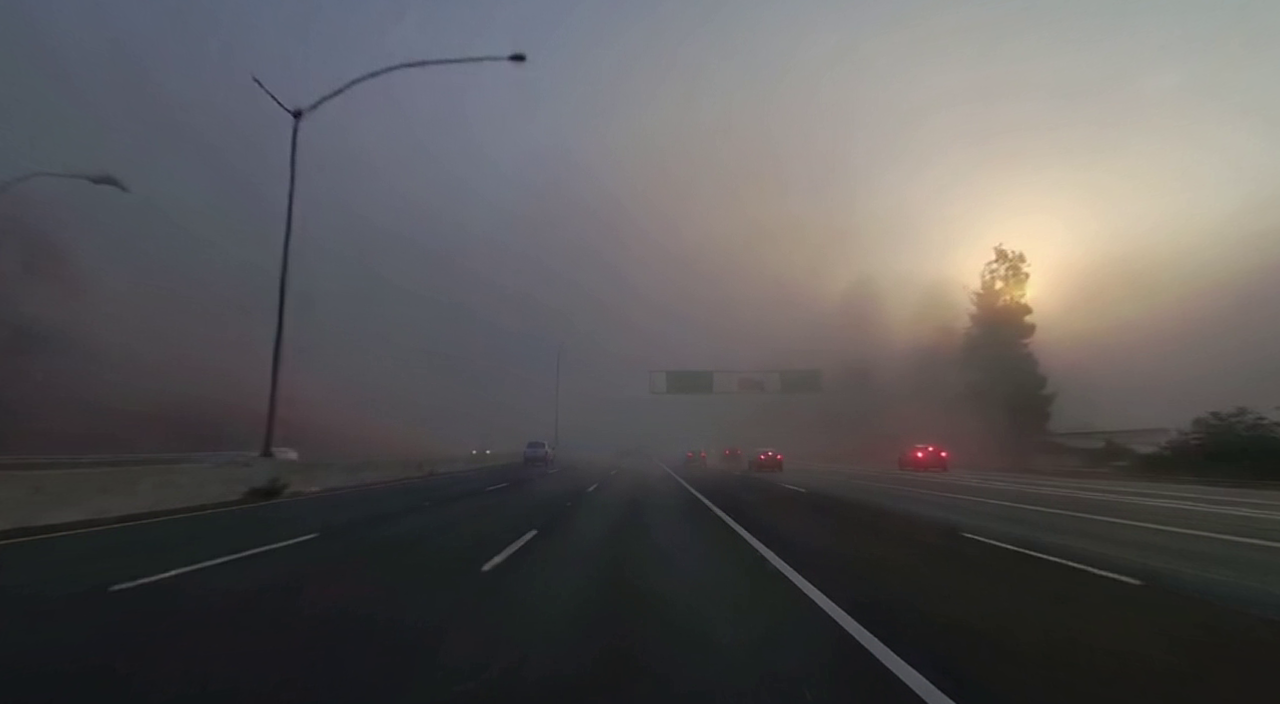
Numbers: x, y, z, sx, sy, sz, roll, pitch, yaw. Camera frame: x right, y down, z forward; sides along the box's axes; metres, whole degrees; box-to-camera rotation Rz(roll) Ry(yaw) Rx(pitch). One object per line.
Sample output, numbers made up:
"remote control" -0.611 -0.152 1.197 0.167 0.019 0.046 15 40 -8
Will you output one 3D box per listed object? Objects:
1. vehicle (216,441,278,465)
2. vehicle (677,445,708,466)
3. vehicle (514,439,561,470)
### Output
"vehicle" -25.372 6.510 40.682 1.577 1.426 3.628 0 -8 1
"vehicle" 3.803 7.532 45.867 1.950 1.453 3.378 0 -8 -1
"vehicle" -6.253 6.299 38.800 2.091 1.746 4.437 0 -8 1
